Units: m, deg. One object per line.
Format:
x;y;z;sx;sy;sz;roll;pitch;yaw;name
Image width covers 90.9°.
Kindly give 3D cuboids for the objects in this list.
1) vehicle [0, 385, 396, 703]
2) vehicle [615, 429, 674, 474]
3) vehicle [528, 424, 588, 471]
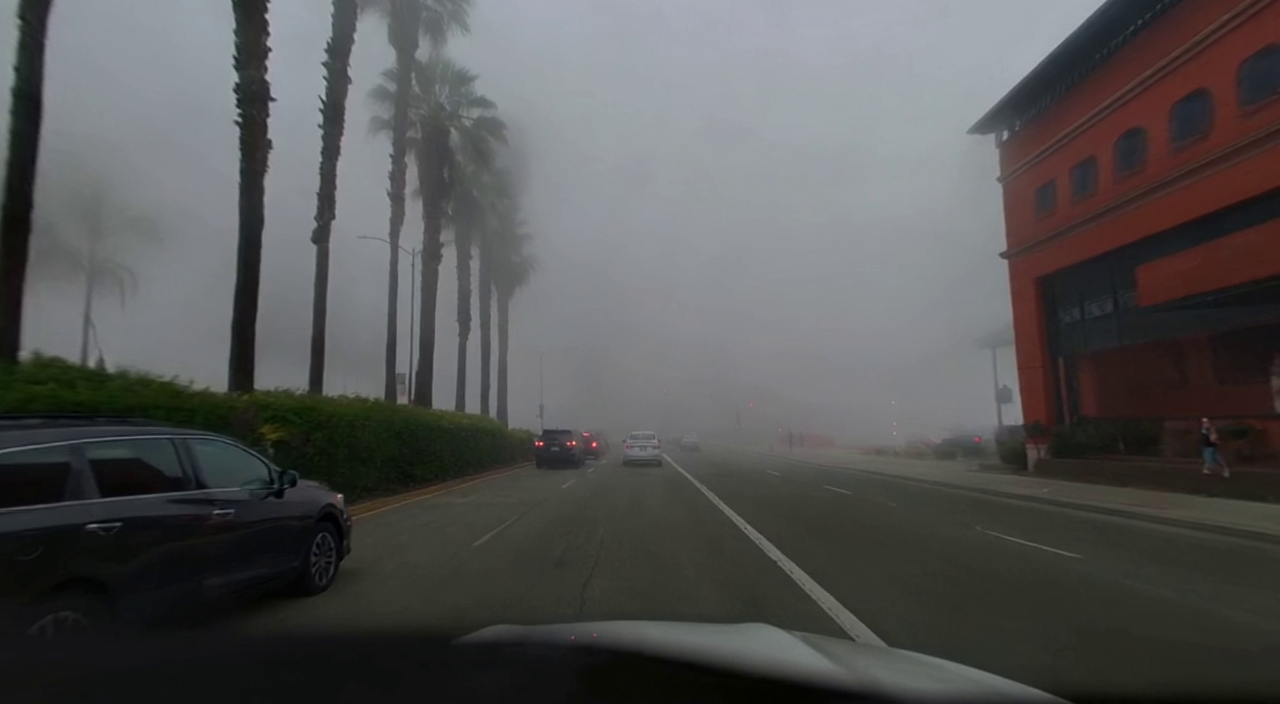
-3.562;1.160;4.342;1.875;1.526;4.542;0;-8;1;vehicle
0.156;3.911;24.953;2.114;1.585;4.285;0;-8;0;vehicle
-3.266;3.920;25.933;1.914;1.741;4.398;0;-8;-1;vehicle
